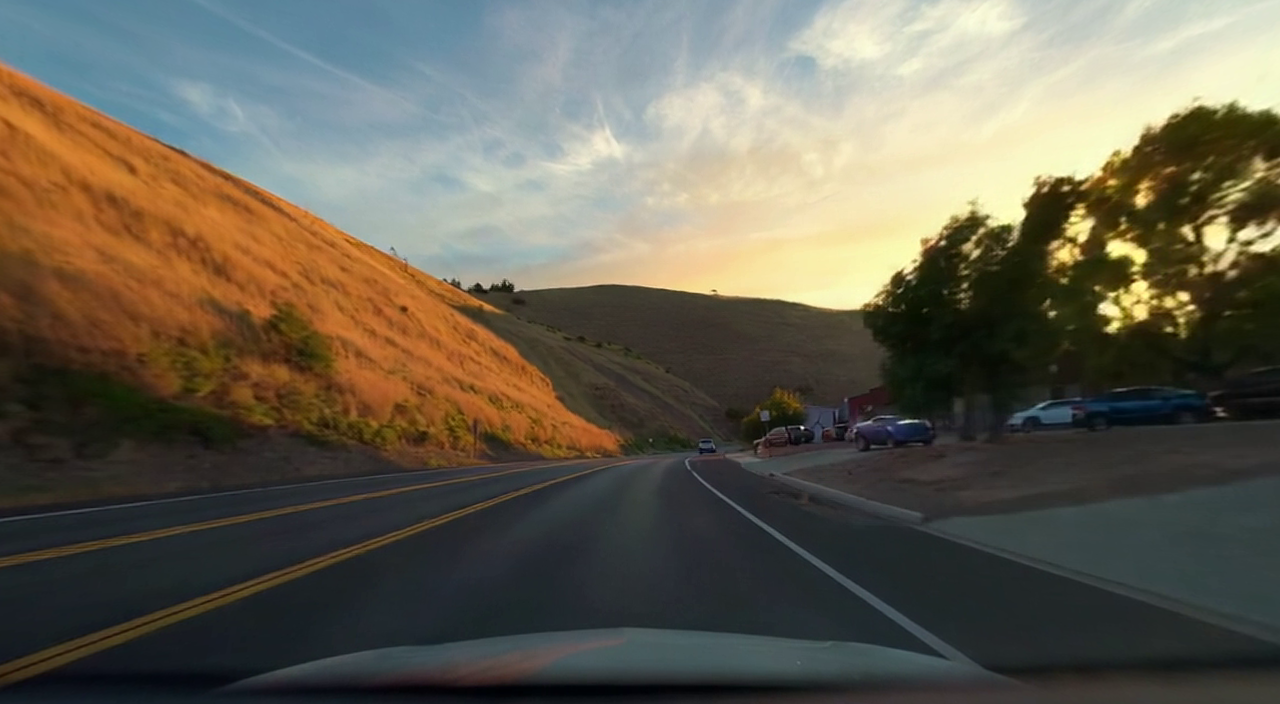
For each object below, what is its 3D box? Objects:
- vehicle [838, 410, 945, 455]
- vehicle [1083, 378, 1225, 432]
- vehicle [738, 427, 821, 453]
[{"bbox_3d":[9.706,3.237,24.901,2.103,1.447,4.727,-4,-9,-2],"label":"vehicle"},{"bbox_3d":[20.324,2.208,25.289,1.933,1.770,4.325,-3,-9,0],"label":"vehicle"},{"bbox_3d":[10.615,6.857,48.763,2.216,1.887,6.388,6,-11,-34],"label":"vehicle"}]
